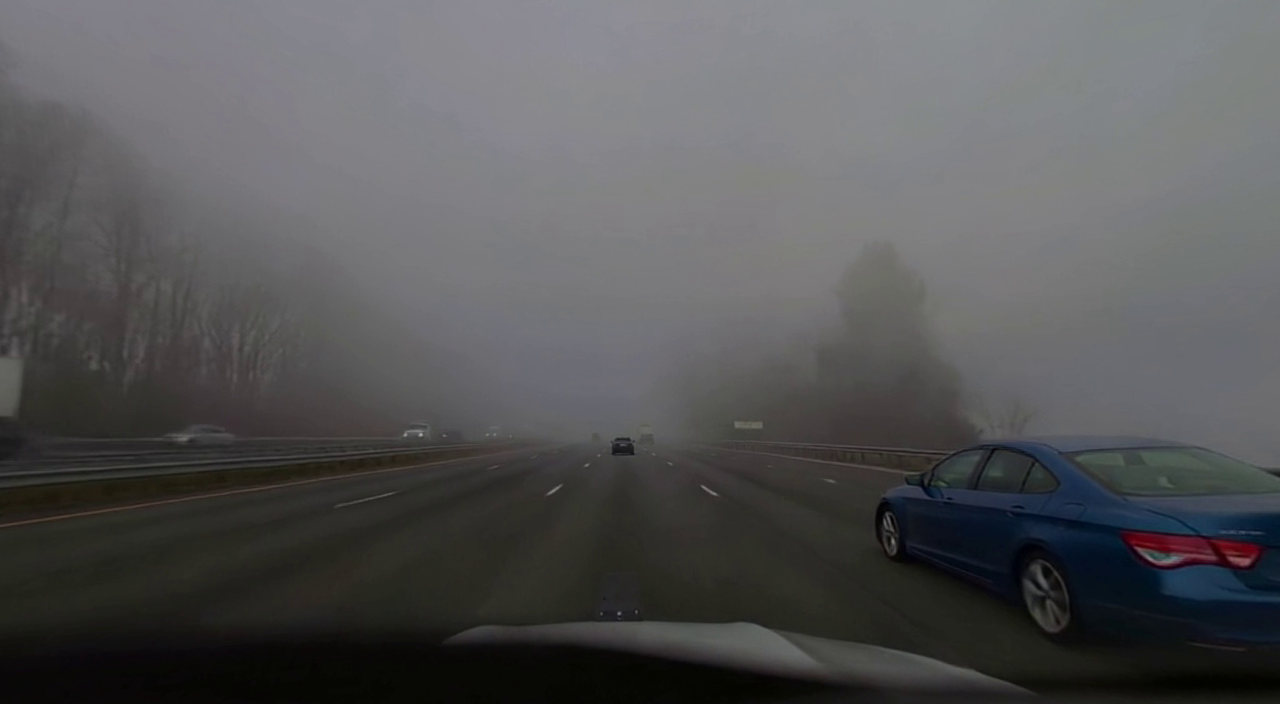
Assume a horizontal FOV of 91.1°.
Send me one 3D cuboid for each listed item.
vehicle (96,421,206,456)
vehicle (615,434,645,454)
[{"bbox_3d":[-22.599,4.026,29.279,1.798,1.495,4.230,0,-8,-1],"label":"vehicle"},{"bbox_3d":[-0.763,6.816,46.733,2.121,1.445,4.187,0,-8,-2],"label":"vehicle"}]
